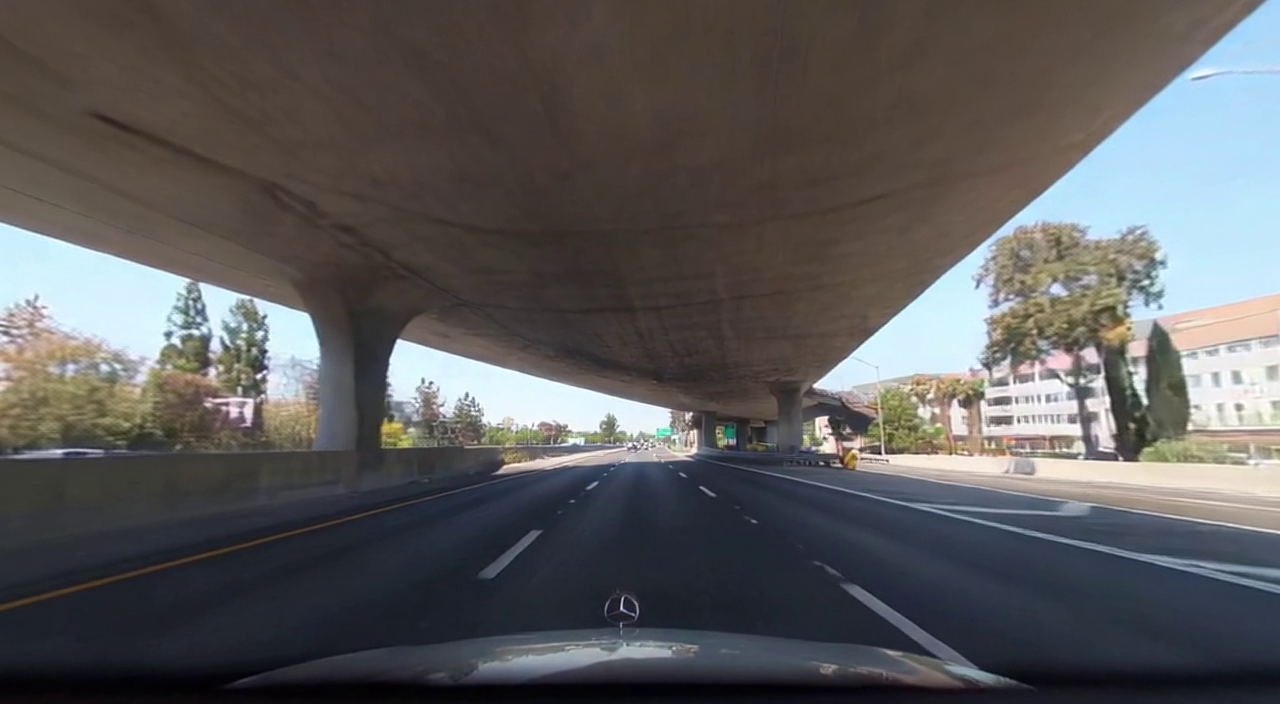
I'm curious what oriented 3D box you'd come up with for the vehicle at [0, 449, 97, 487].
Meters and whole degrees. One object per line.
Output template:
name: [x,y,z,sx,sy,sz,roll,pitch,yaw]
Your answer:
vehicle: [-27.336,5.097,28.053,1.927,1.517,4.739,0,-9,2]
